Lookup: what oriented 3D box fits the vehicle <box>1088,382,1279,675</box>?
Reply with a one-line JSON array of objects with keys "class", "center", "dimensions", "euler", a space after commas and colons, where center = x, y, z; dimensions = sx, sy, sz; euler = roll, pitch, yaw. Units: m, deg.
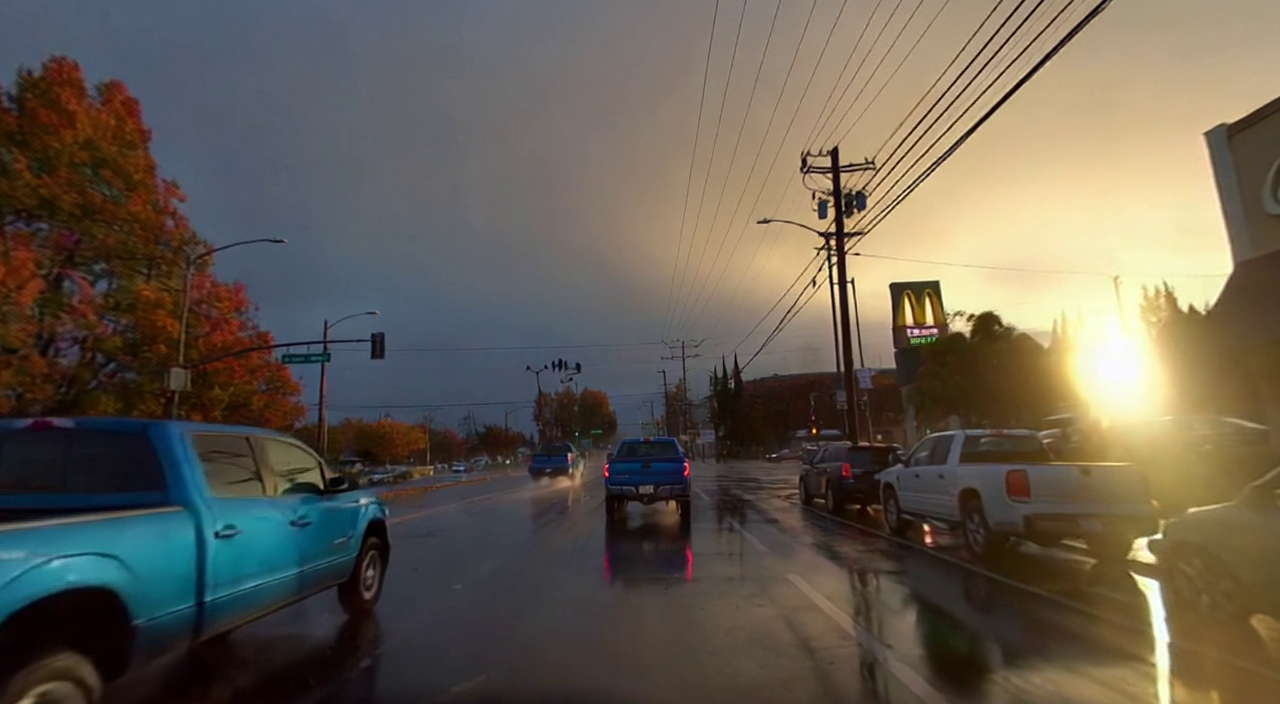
[{"class": "vehicle", "center": [4.891, 0.963, 3.087], "dimensions": [2.014, 1.755, 4.520], "euler": [0, -9, 0]}]

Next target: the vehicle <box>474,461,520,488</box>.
[{"class": "vehicle", "center": [-9.132, 7.867, 40.567], "dimensions": [1.918, 1.522, 4.486], "euler": [0, -9, 1]}]

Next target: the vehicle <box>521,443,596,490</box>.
[{"class": "vehicle", "center": [-3.355, 4.844, 27.074], "dimensions": [2.140, 1.768, 5.092], "euler": [0, -9, 4]}]

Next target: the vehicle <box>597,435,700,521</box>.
[{"class": "vehicle", "center": [0.300, 2.896, 15.111], "dimensions": [2.089, 1.699, 4.650], "euler": [0, -9, 3]}]

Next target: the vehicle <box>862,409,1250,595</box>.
[{"class": "vehicle", "center": [4.924, 1.832, 8.638], "dimensions": [2.007, 1.786, 4.870], "euler": [0, -9, 0]}]

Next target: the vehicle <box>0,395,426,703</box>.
[{"class": "vehicle", "center": [-3.159, 1.158, 3.695], "dimensions": [1.995, 1.554, 4.618], "euler": [0, -9, 3]}]
